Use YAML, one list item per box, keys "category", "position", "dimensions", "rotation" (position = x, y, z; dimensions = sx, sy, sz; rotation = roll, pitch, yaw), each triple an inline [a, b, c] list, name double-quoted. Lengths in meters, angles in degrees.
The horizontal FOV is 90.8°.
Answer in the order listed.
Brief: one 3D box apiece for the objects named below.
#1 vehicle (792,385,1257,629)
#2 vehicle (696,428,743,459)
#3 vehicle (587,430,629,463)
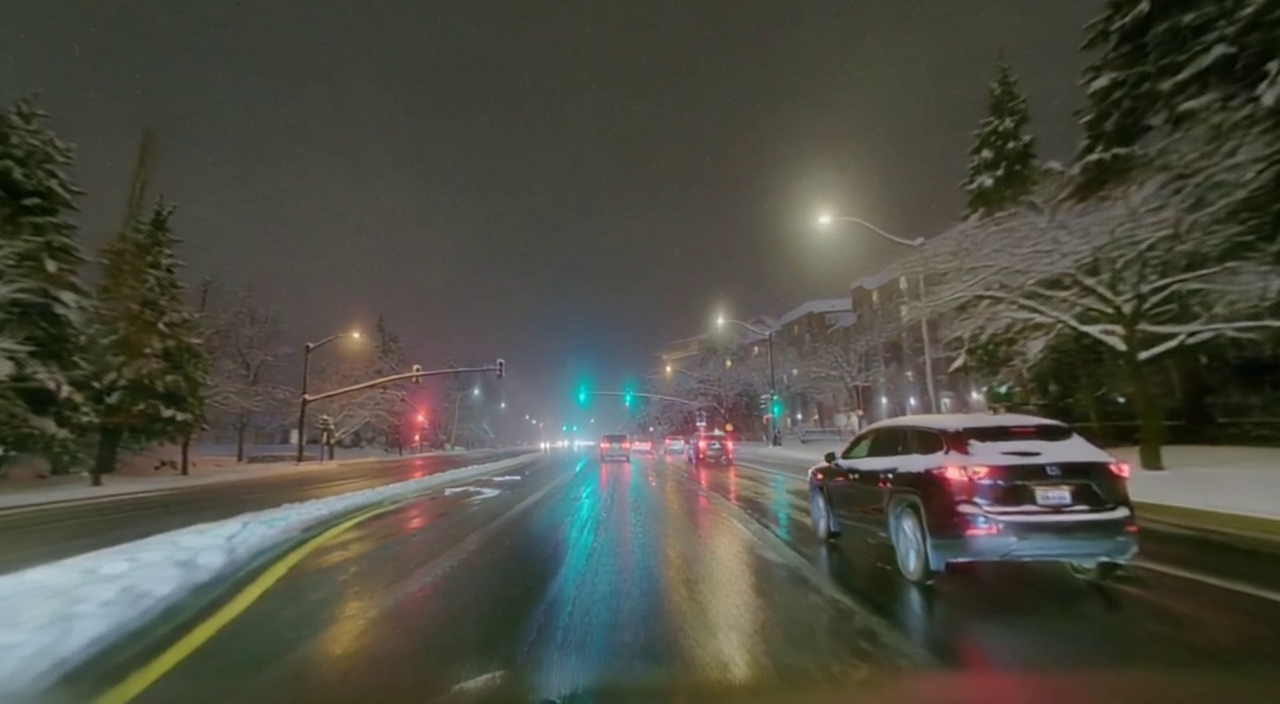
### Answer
- category: "vehicle"
  position: [3.232, 1.387, 6.754]
  dimensions: [1.893, 1.664, 4.670]
  rotation: [0, -8, -2]
- category: "vehicle"
  position: [5.230, 6.114, 42.372]
  dimensions: [2.052, 1.886, 5.297]
  rotation: [1, -8, -4]
- category: "vehicle"
  position: [-1.744, 5.053, 33.930]
  dimensions: [2.101, 1.641, 4.341]
  rotation: [1, -8, -3]
